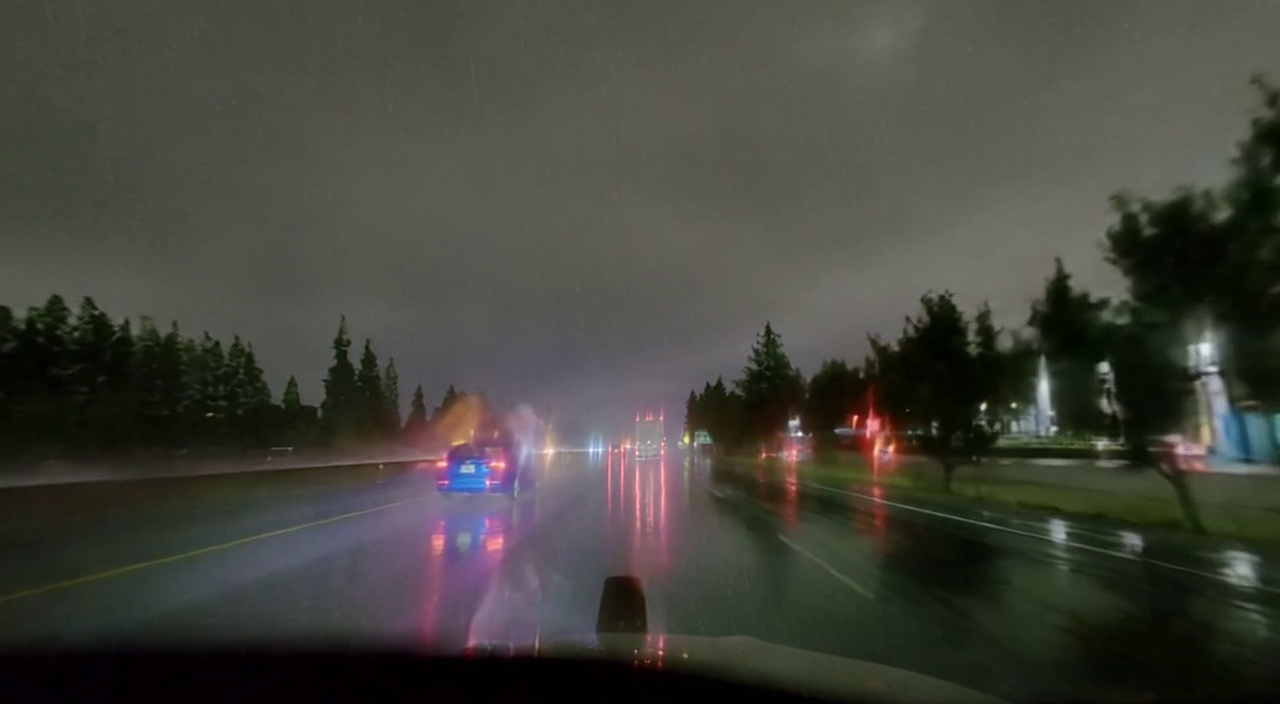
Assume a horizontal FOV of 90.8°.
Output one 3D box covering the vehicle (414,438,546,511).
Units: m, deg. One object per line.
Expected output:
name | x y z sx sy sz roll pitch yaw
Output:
vehicle | -3.811 3.017 16.068 1.999 1.533 4.870 -1 -9 1
